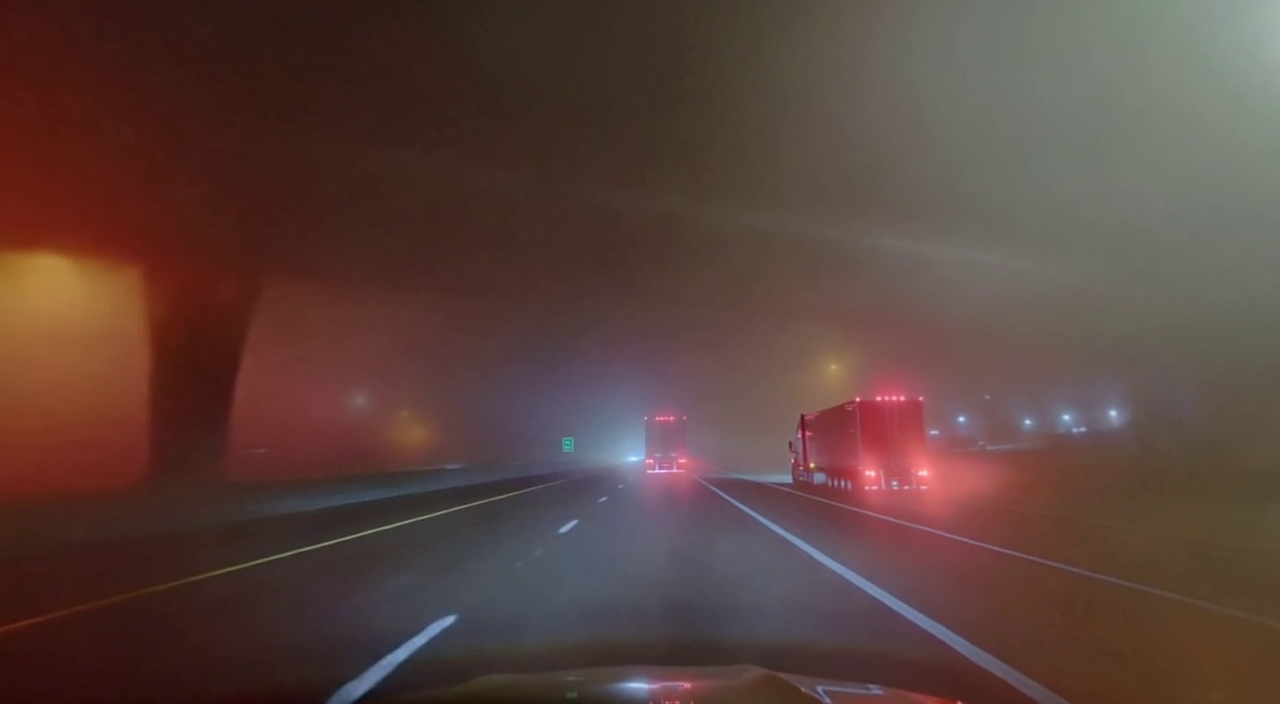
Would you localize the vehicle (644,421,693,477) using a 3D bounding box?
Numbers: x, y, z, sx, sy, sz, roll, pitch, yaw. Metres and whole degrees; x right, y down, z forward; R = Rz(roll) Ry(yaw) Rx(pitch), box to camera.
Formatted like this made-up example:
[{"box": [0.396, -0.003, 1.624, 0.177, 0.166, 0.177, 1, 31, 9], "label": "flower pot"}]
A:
[{"box": [2.230, 7.581, 49.051, 3.244, 3.713, 12.155, -1, -9, 3], "label": "vehicle"}]
